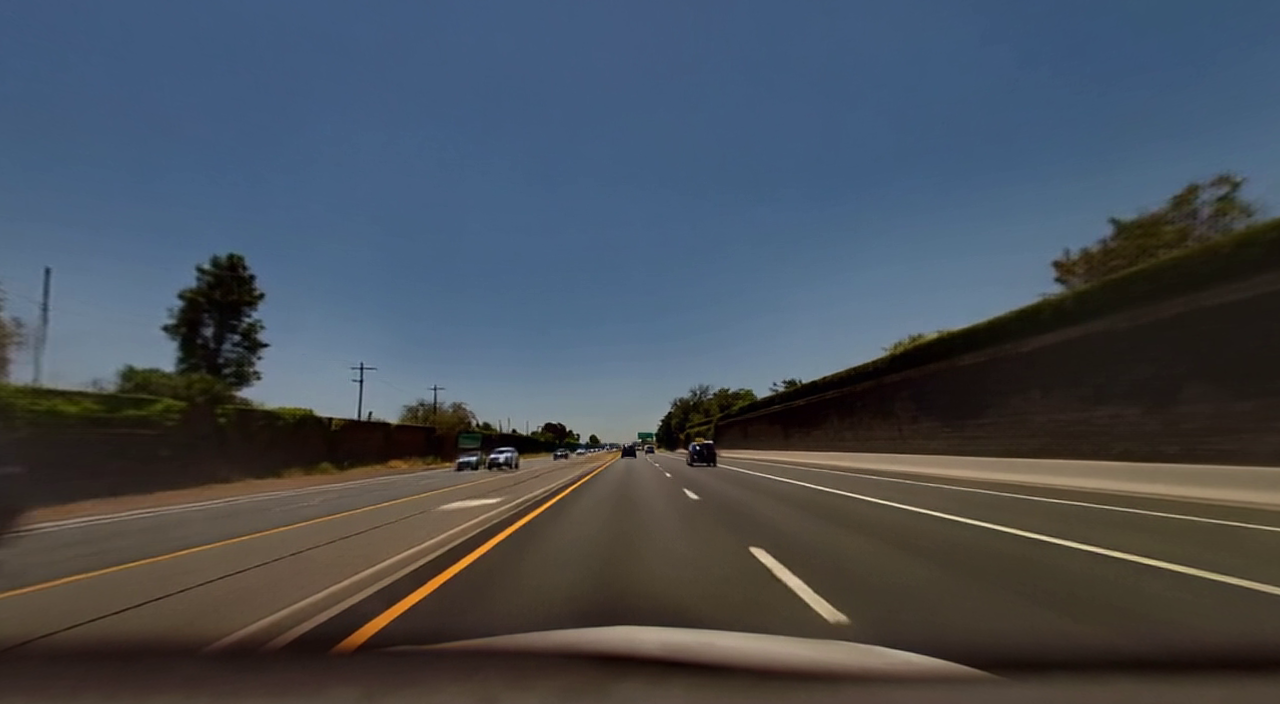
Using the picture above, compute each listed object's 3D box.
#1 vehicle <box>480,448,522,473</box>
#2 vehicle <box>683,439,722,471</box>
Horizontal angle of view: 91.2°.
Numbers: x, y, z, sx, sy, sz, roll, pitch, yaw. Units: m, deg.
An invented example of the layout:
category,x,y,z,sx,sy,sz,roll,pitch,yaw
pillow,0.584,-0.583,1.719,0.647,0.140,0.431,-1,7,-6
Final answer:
category,x,y,z,sx,sy,sz,roll,pitch,yaw
vehicle,-9.322,7.292,42.286,1.950,1.587,4.308,0,-9,-1
vehicle,3.415,5.703,34.867,1.972,1.614,4.025,-1,-9,3
